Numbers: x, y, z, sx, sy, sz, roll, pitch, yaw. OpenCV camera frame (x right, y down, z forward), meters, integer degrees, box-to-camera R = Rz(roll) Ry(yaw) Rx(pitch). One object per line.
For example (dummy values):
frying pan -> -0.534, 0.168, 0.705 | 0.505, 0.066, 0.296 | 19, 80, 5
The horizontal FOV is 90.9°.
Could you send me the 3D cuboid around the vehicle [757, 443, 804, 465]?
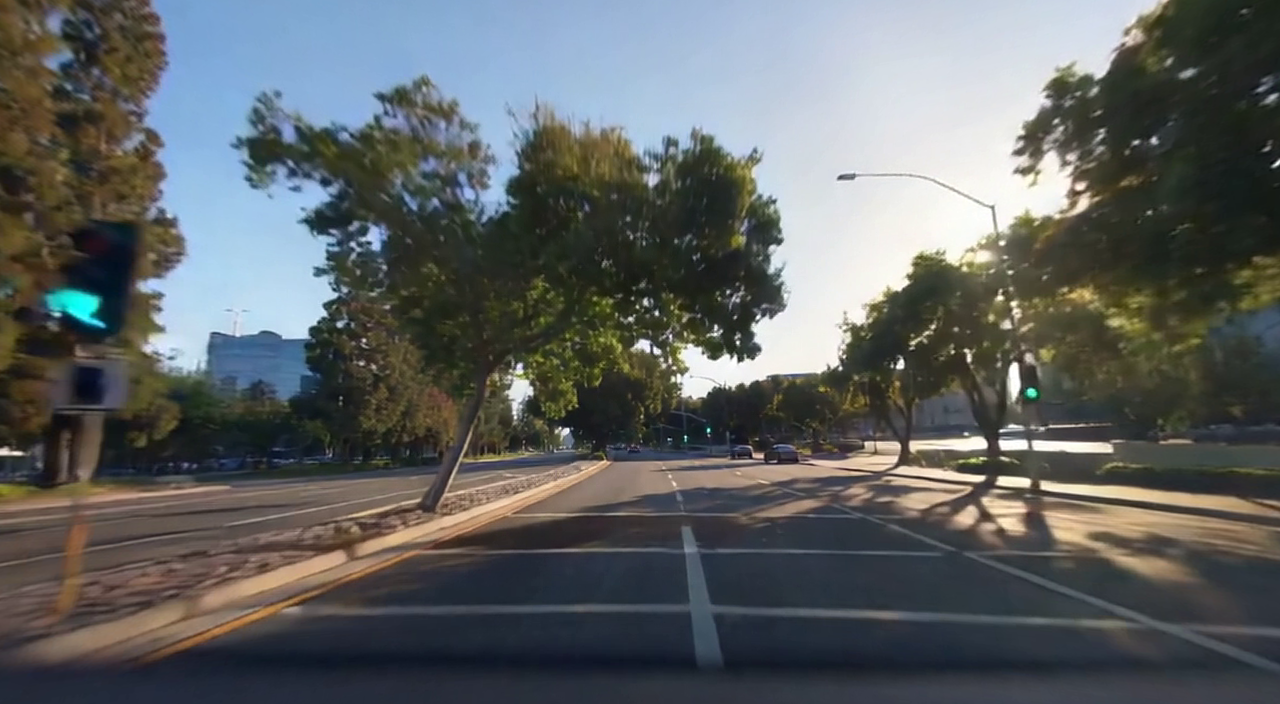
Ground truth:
vehicle -> 10.486, 7.656, 47.555 | 2.109, 1.533, 5.664 | 0, -9, -1
